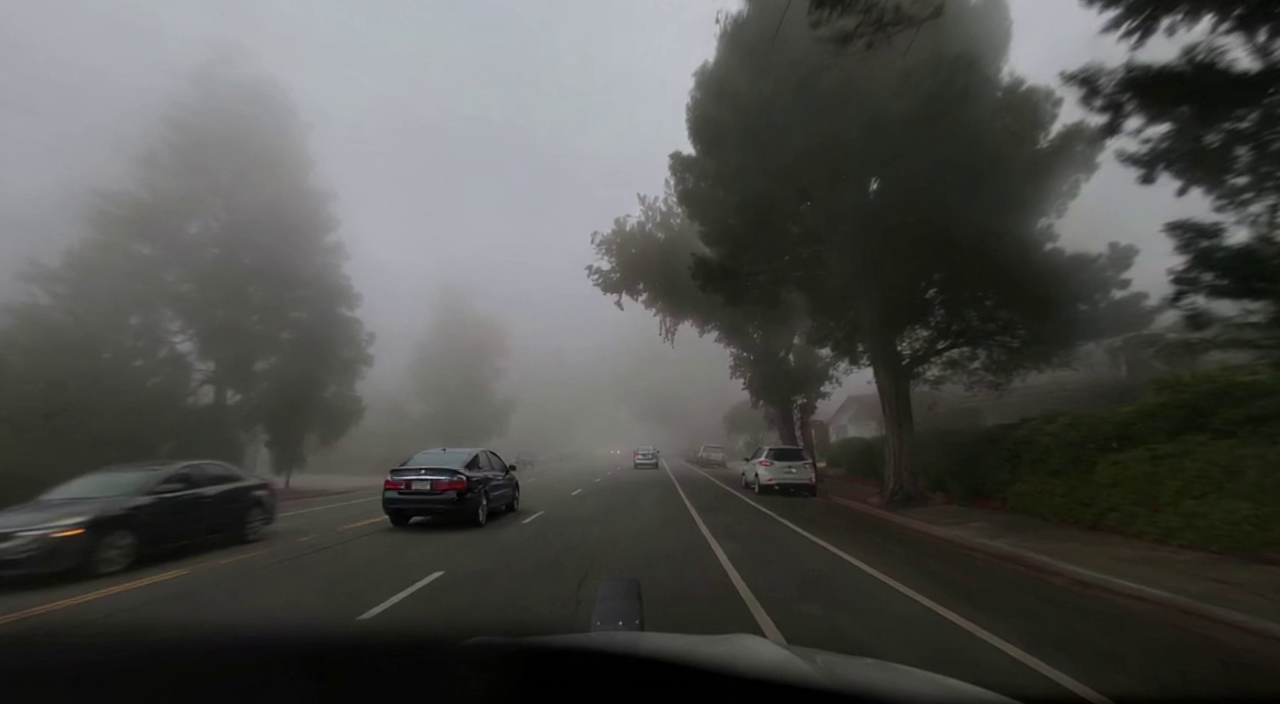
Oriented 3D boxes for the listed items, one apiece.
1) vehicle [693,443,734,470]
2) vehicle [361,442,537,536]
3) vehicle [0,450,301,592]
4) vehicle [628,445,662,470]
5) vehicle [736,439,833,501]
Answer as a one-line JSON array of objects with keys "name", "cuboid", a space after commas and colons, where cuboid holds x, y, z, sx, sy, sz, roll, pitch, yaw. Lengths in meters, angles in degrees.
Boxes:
[{"name": "vehicle", "cuboid": [4.824, 6.972, 42.281, 2.045, 1.702, 4.916, 0, -9, -1]}, {"name": "vehicle", "cuboid": [-3.430, 2.530, 12.377, 2.027, 1.477, 4.413, 0, -9, 1]}, {"name": "vehicle", "cuboid": [-7.372, 2.265, 9.431, 1.977, 1.538, 4.447, -1, -9, 3]}, {"name": "vehicle", "cuboid": [0.352, 6.671, 40.316, 2.088, 1.495, 4.048, 0, -9, 1]}, {"name": "vehicle", "cuboid": [4.065, 3.372, 18.446, 1.897, 1.589, 4.053, 0, -9, 0]}]
